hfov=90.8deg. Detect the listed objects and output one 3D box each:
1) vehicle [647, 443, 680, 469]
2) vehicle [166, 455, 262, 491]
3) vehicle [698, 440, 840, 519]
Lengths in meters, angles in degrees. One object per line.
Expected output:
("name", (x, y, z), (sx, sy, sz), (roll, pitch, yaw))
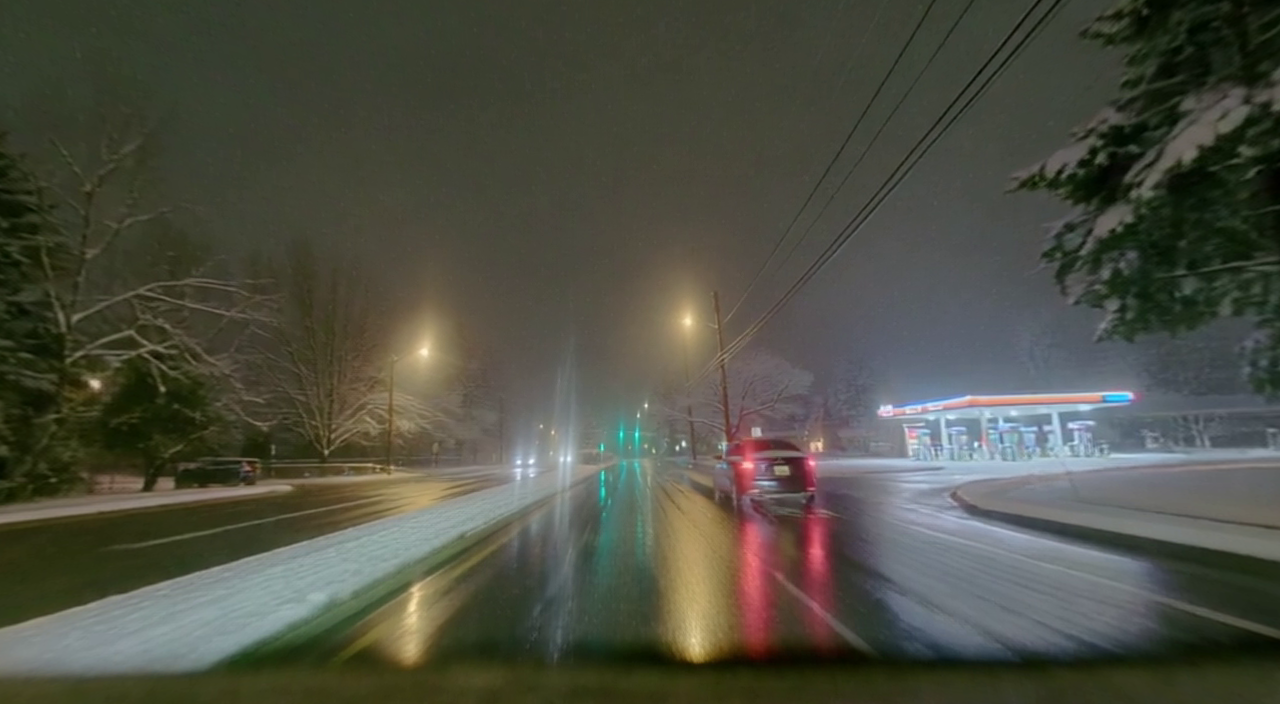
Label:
("vehicle", (1.710, 7.858, 47.817), (2.115, 1.840, 4.777), (0, -9, -3))
("vehicle", (-24.552, 6.984, 36.703), (2.082, 1.829, 5.094), (-1, -9, -1))
("vehicle", (2.675, 2.771, 14.289), (2.061, 1.475, 4.296), (0, -9, -3))
